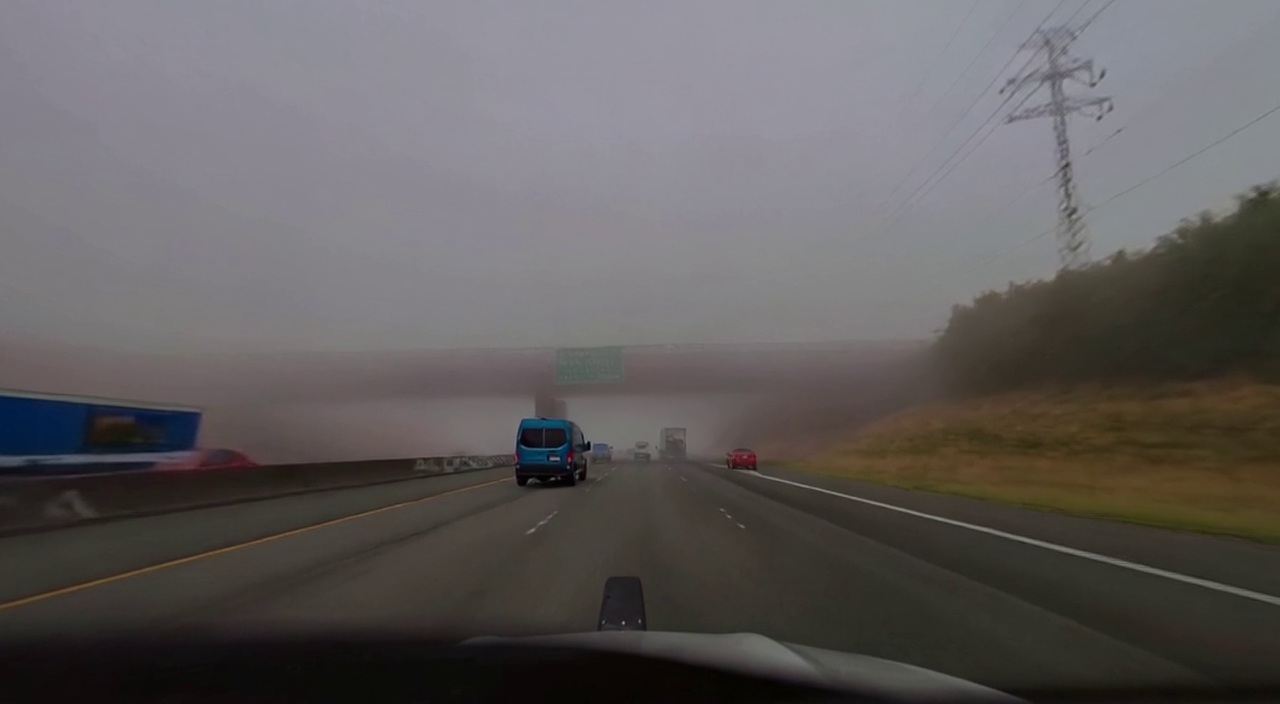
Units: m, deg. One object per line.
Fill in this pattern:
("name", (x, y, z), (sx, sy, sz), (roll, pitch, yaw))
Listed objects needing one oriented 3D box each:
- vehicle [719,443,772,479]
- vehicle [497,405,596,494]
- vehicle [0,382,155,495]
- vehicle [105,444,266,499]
("vehicle", (5.216, 5.442, 31.732), (1.936, 1.664, 4.198), (0, -9, 0))
("vehicle", (-3.000, 3.395, 21.879), (2.451, 2.627, 5.868), (0, -9, 0))
("vehicle", (-20.698, 2.907, 20.927), (2.807, 3.379, 7.801), (0, -9, 0))
("vehicle", (-16.279, 4.299, 23.007), (2.186, 1.770, 4.958), (0, -9, 0))
